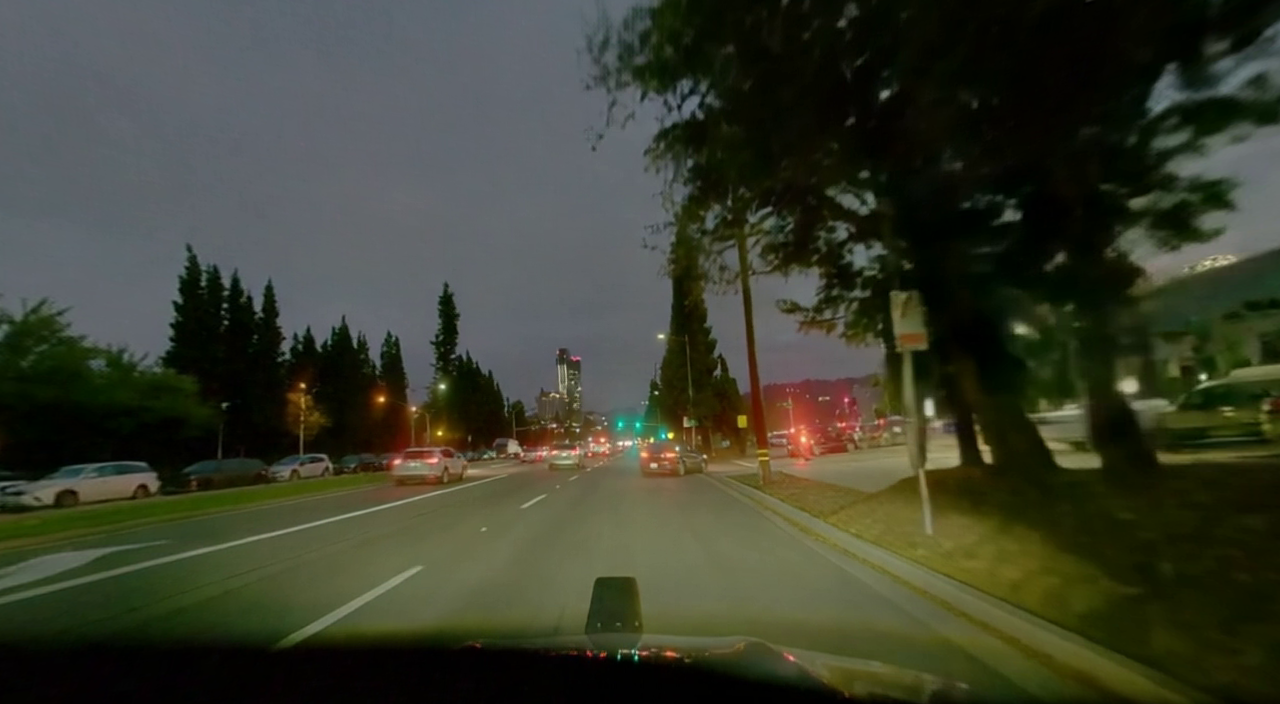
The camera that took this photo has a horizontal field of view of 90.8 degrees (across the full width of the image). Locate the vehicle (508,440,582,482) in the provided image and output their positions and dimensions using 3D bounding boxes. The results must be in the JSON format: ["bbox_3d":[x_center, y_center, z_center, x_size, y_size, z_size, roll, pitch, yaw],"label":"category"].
[{"bbox_3d":[-3.680,4.297,25.279,2.235,1.500,4.420,0,-8,0],"label":"vehicle"}]

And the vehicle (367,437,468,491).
[{"bbox_3d":[-7.945,4.023,23.083,2.054,1.744,4.422,0,-8,0],"label":"vehicle"}]

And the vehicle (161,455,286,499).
[{"bbox_3d":[-16.841,5.046,25.909,1.923,1.543,4.687,0,-8,0],"label":"vehicle"}]

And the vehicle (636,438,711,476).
[{"bbox_3d":[1.575,4.590,27.856,2.208,1.513,4.504,-3,-9,18],"label":"vehicle"}]

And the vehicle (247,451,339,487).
[{"bbox_3d":[-17.445,5.865,32.044,2.084,1.624,4.486,0,-8,0],"label":"vehicle"}]

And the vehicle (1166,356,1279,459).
[{"bbox_3d":[13.485,1.062,11.512,5.633,1.705,2.433,0,-8,-1],"label":"vehicle"}]

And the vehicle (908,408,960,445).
[{"bbox_3d":[18.219,4.725,39.418,2.569,2.081,6.193,-4,-9,23],"label":"vehicle"}]

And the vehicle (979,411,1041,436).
[{"bbox_3d":[27.156,5.326,46.510,1.992,1.498,4.667,-5,-9,5],"label":"vehicle"}]

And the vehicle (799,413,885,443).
[{"bbox_3d":[13.893,5.308,43.757,5.161,1.993,2.293,0,-8,2],"label":"vehicle"}]

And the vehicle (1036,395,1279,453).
[{"bbox_3d":[14.020,2.000,17.222,4.993,1.487,2.064,0,-8,0],"label":"vehicle"}]

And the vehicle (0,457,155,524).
[{"bbox_3d":[-16.828,3.913,18.402,1.858,1.612,4.398,0,-8,0],"label":"vehicle"}]
